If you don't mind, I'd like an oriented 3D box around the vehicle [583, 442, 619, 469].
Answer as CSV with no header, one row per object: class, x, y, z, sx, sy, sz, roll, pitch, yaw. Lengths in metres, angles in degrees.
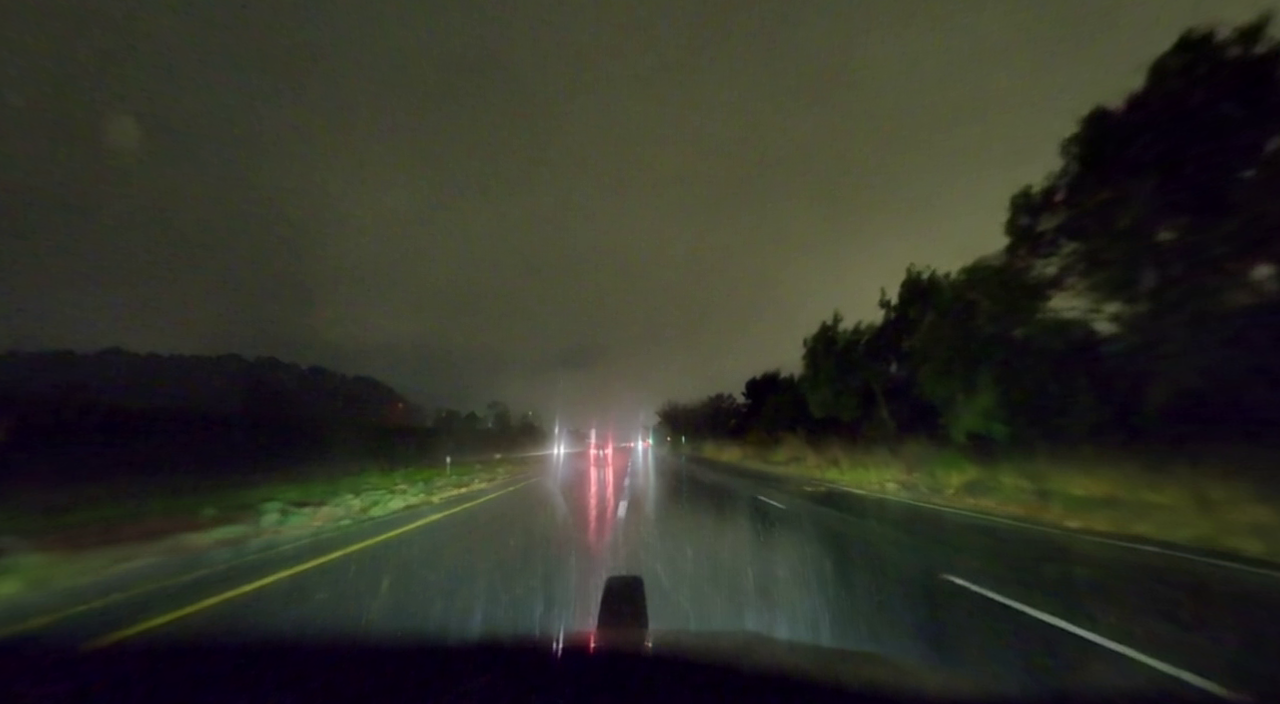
vehicle,-2.264,6.162,37.691,1.991,1.475,4.302,0,-8,-1
